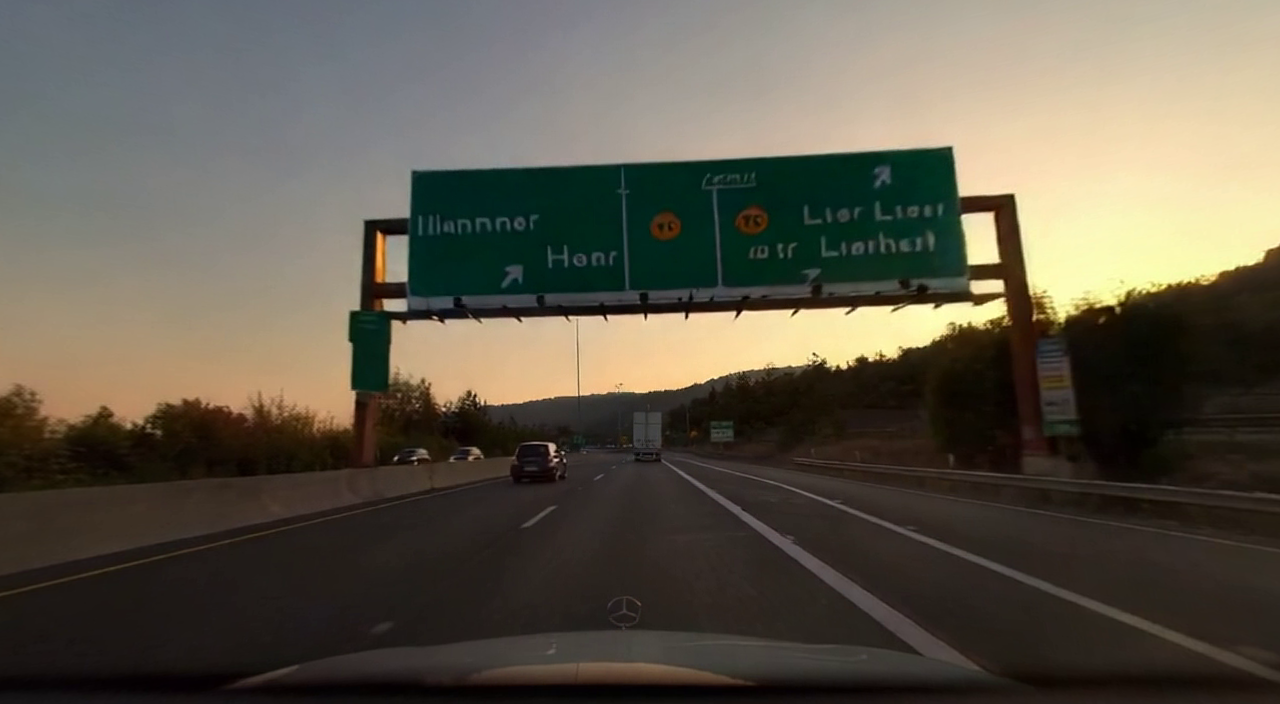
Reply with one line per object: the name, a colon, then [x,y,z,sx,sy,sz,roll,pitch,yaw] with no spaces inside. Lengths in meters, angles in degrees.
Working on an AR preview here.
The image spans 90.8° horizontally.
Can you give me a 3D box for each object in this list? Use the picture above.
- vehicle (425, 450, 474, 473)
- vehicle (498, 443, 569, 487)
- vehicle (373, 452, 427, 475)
vehicle: [-13.078,7.518,43.557,1.958,1.438,4.420,0,-9,1]
vehicle: [-4.284,4.637,26.224,2.016,1.636,4.964,0,-9,1]
vehicle: [-17.068,7.900,45.119,1.993,1.507,4.685,0,-9,1]
